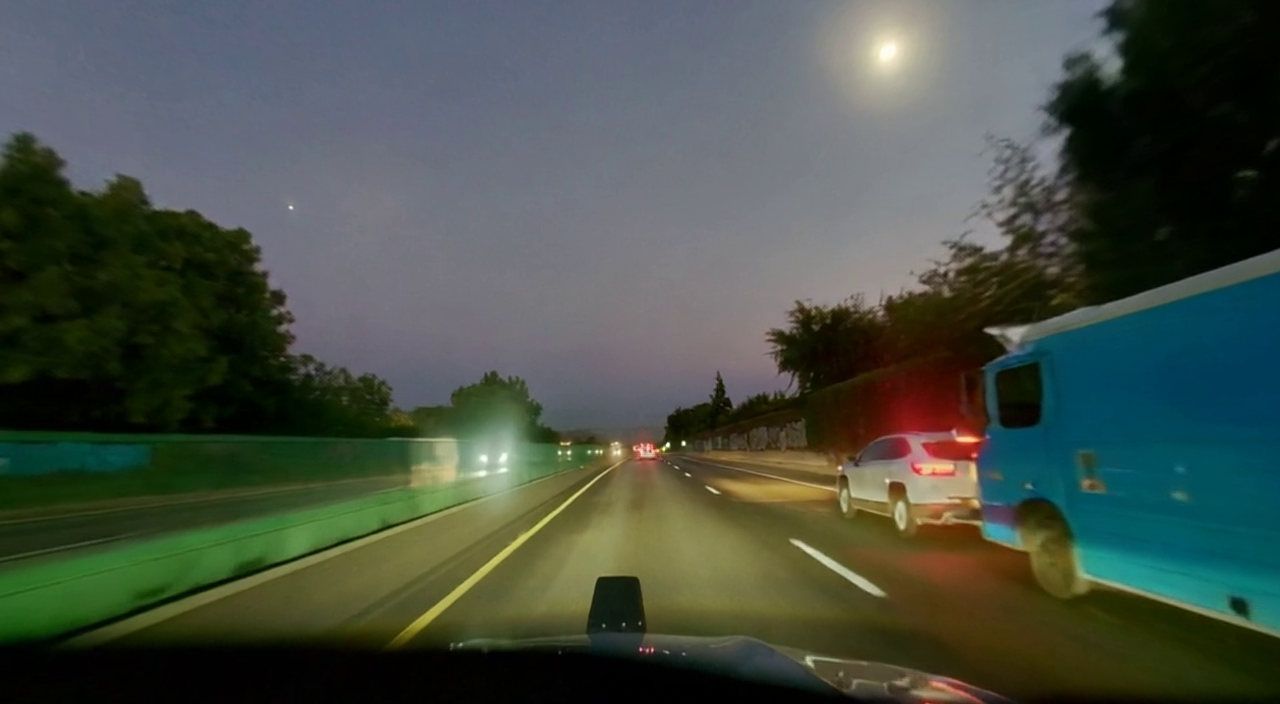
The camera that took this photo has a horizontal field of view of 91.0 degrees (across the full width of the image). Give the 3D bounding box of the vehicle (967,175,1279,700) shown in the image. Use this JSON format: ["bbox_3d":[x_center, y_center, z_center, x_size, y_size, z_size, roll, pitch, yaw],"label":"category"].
[{"bbox_3d":[4.643,0.342,2.613,2.712,2.659,6.992,0,-8,-1],"label":"vehicle"}]
